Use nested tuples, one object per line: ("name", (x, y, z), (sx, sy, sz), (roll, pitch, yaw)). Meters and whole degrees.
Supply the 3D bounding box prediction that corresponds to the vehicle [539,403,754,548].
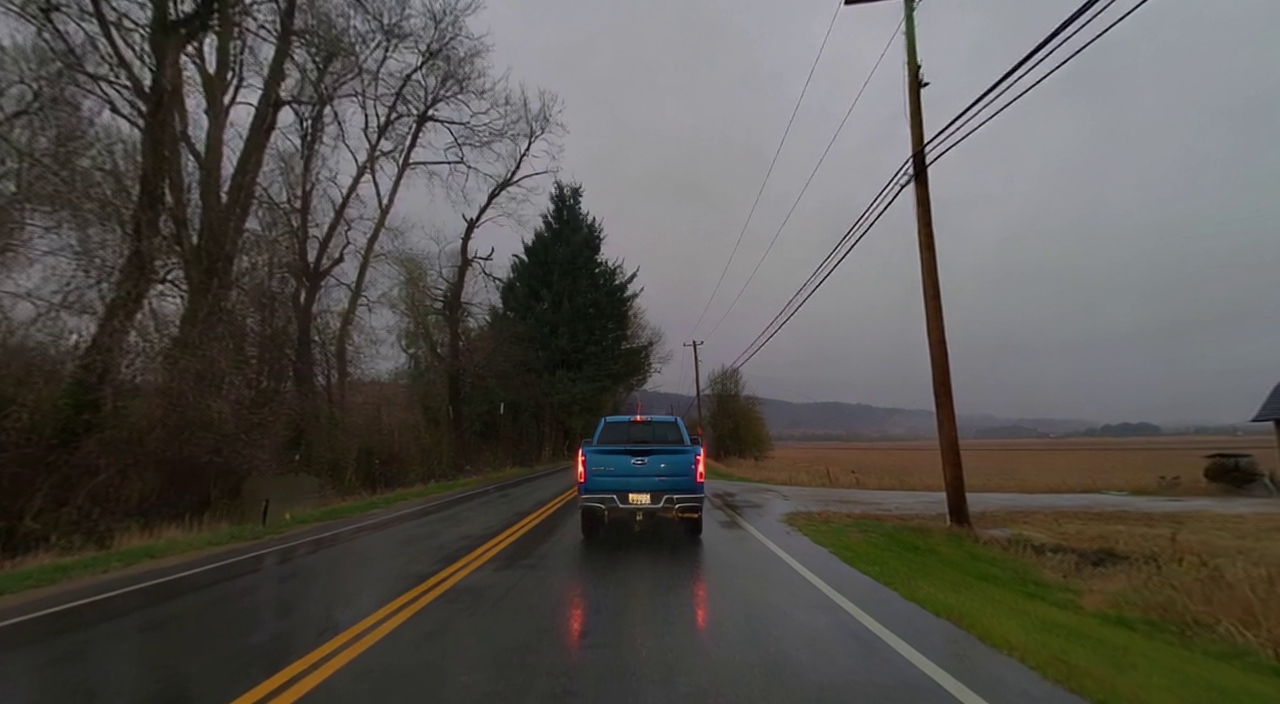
("vehicle", (0.052, 2.039, 11.212), (2.774, 1.861, 5.885), (0, -8, -1))
